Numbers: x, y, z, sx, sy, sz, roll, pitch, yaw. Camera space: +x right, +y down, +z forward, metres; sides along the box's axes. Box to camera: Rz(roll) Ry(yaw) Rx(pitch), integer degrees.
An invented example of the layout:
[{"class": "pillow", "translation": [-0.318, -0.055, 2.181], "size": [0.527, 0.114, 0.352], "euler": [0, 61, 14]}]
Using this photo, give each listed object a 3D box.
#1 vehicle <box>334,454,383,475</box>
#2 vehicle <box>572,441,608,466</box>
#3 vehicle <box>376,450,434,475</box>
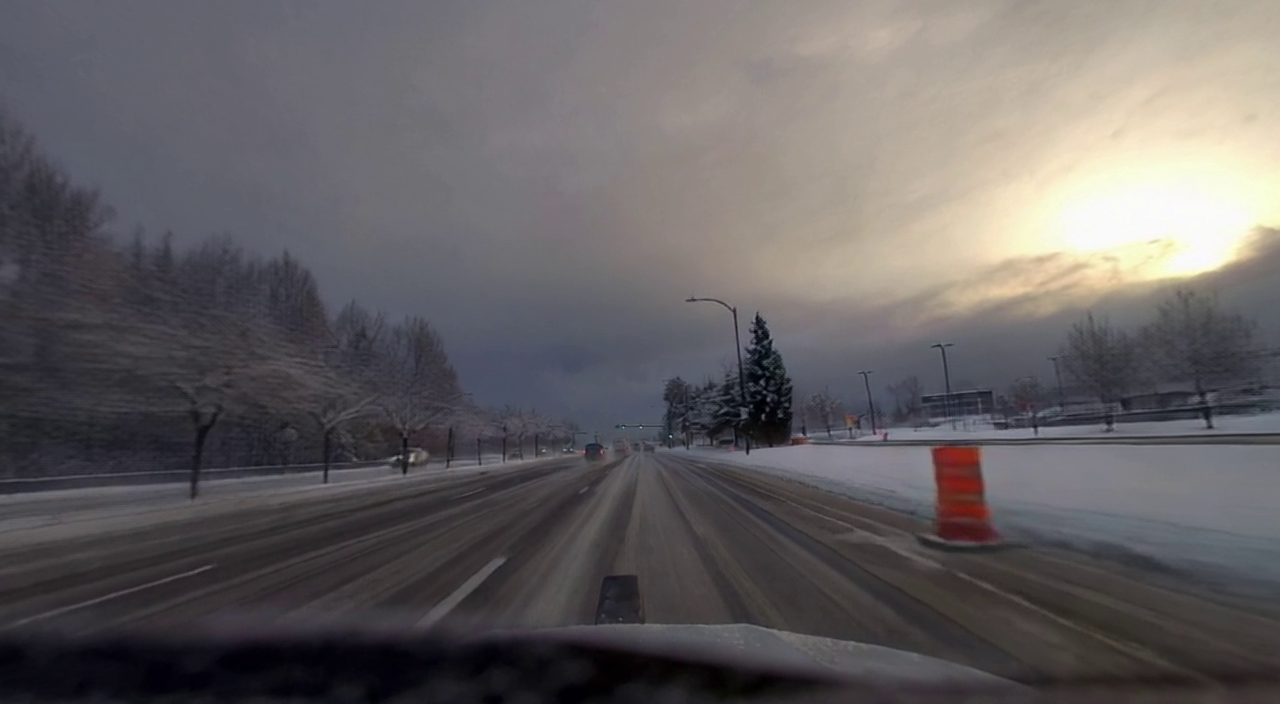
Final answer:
[{"class": "vehicle", "translation": [-21.791, 8.725, 49.080], "size": [1.817, 1.447, 4.369], "euler": [-1, -9, 1]}, {"class": "vehicle", "translation": [-3.444, 7.056, 44.009], "size": [2.121, 1.654, 3.993], "euler": [0, -9, 1]}, {"class": "vehicle", "translation": [-15.309, 7.171, 41.386], "size": [1.882, 1.472, 4.796], "euler": [-1, -9, 1]}]
